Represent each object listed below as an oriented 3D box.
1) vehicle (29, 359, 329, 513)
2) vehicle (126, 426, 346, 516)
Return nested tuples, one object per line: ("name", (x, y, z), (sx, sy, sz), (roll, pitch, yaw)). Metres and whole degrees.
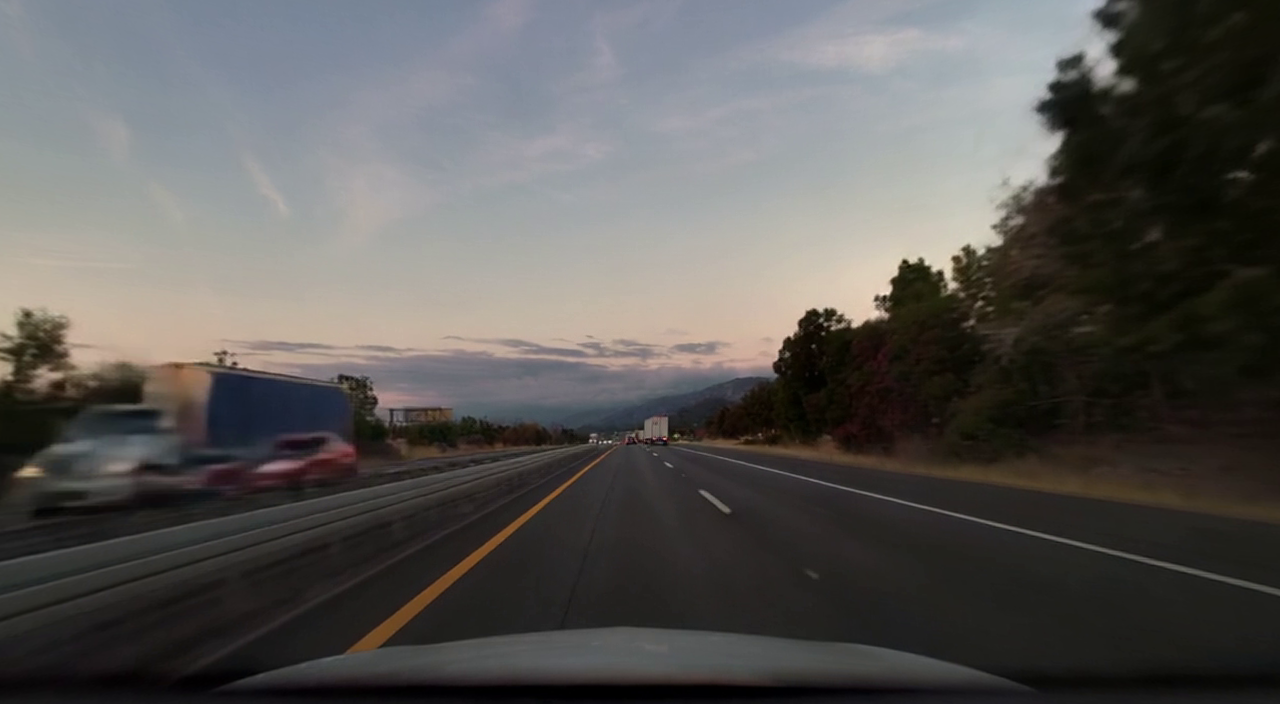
("vehicle", (-13.105, 2.536, 19.398), (2.653, 3.576, 8.959), (-1, -7, -1))
("vehicle", (-8.925, 2.618, 14.531), (2.058, 1.735, 4.603), (0, -8, -1))
